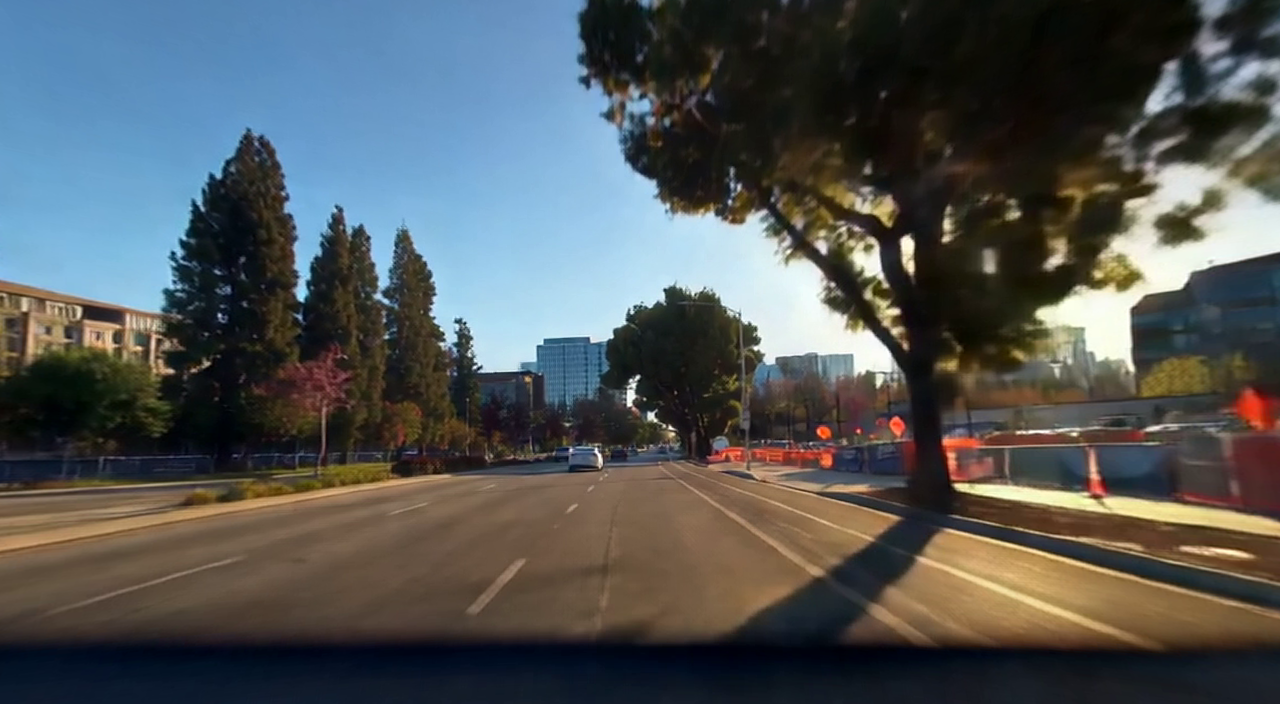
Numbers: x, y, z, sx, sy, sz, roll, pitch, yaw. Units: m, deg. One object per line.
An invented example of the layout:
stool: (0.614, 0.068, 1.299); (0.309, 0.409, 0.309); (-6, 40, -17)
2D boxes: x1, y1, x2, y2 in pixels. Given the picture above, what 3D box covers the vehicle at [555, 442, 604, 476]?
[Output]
vehicle: (-3.116, 5.545, 33.136); (2.121, 1.654, 3.993); (0, -8, 1)
